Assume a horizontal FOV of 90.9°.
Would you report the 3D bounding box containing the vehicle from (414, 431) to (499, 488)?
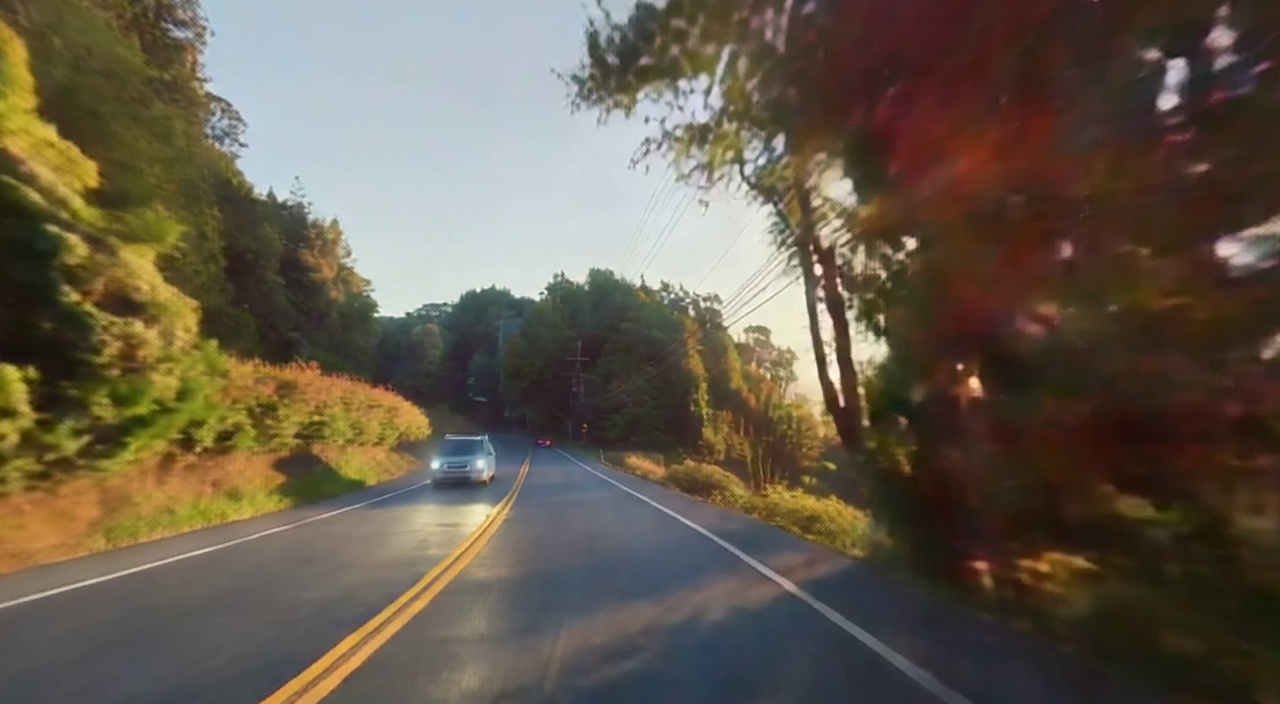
[{"bbox_3d":[-6.660,3.956,23.509,2.213,1.882,4.693,1,-9,-6],"label":"vehicle"}]
